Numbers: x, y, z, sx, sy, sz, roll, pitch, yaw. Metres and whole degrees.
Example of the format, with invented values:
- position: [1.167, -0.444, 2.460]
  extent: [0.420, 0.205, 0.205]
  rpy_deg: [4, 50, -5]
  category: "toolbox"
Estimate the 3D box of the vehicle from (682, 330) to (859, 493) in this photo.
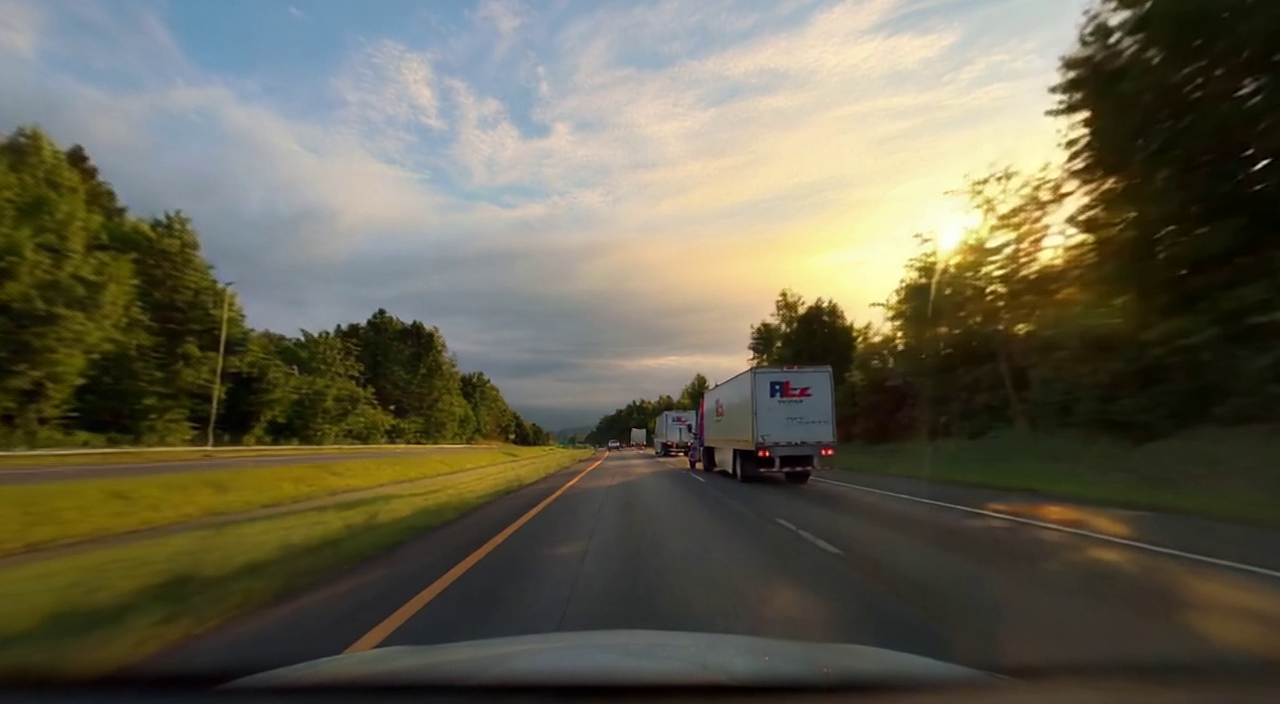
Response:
- position: [3.700, 2.474, 22.945]
  extent: [2.863, 4.031, 14.678]
  rpy_deg: [0, -8, -2]
  category: "vehicle"
